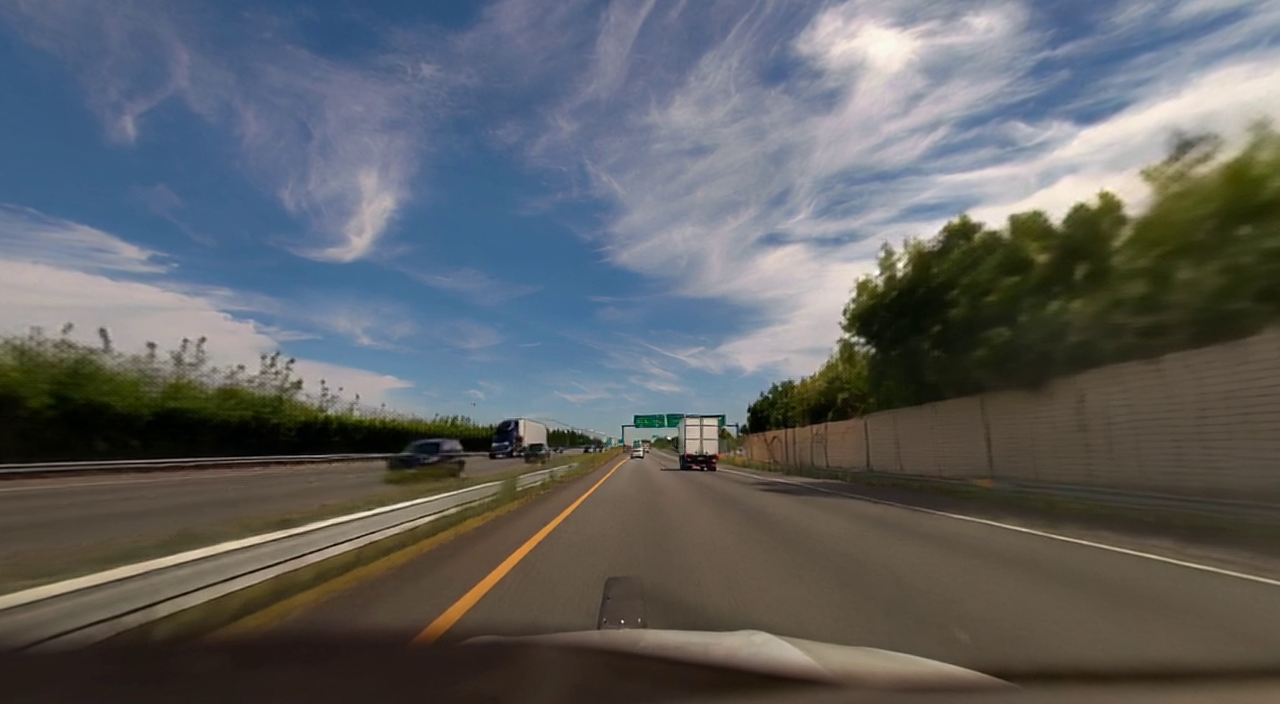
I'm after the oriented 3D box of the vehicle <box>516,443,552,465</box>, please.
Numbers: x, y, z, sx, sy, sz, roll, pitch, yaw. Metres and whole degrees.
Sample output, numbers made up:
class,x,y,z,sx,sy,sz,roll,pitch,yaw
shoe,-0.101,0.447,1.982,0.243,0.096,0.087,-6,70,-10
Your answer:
class,x,y,z,sx,sy,sz,roll,pitch,yaw
vehicle,-7.983,7.713,47.723,1.914,1.557,4.081,0,-9,1

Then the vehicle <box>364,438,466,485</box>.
class,x,y,z,sx,sy,sz,roll,pitch,yaw
vehicle,-7.906,3.887,22.654,1.956,1.490,4.513,0,-9,0
